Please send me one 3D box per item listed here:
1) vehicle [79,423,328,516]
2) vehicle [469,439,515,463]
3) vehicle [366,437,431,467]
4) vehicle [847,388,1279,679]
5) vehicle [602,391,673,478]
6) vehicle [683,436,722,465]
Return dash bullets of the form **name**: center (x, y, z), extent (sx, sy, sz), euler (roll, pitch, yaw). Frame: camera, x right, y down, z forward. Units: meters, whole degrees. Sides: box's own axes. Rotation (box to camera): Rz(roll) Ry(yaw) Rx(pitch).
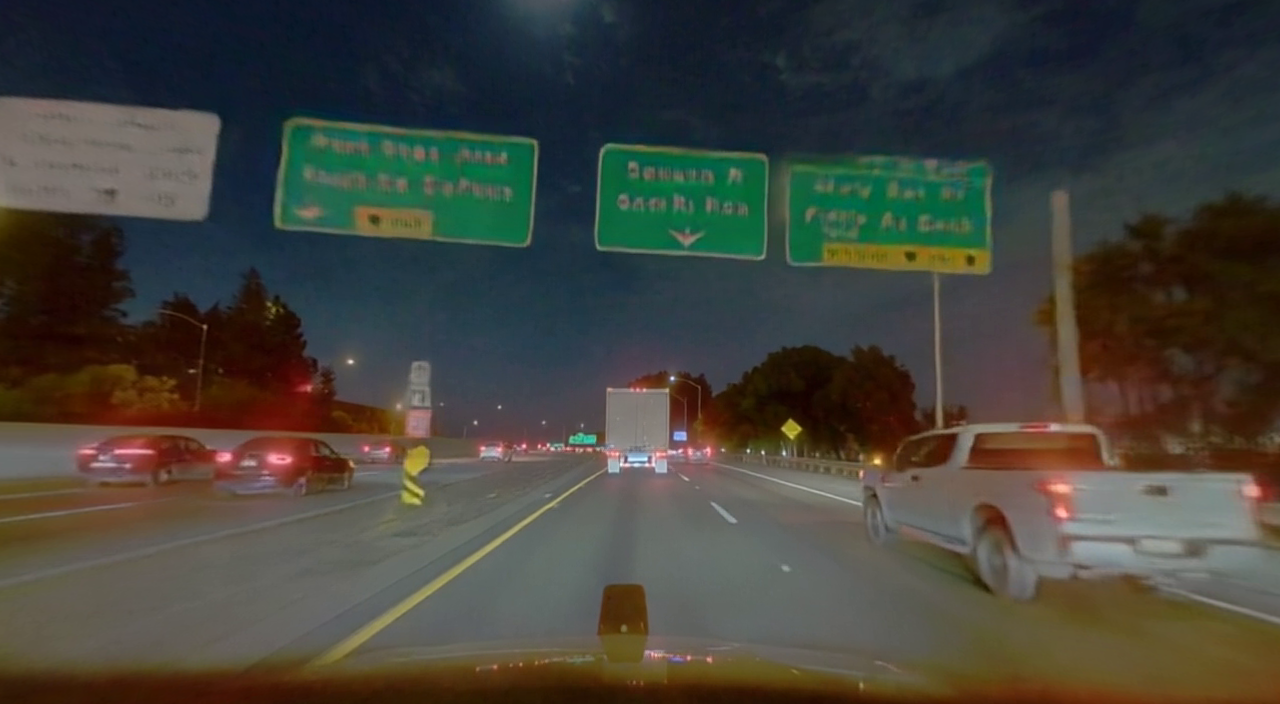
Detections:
- **vehicle**: center (-8.510, 2.327, 12.971), extent (2.006, 1.562, 4.475), euler (0, -9, -2)
- **vehicle**: center (-9.890, 6.662, 42.508), extent (2.057, 1.506, 4.829), euler (0, -9, -2)
- **vehicle**: center (-13.060, 5.415, 34.391), extent (1.906, 1.510, 4.303), euler (0, -9, -2)
- **vehicle**: center (4.074, 1.458, 6.372), extent (2.189, 1.709, 5.131), euler (0, -9, 0)
- **vehicle**: center (-0.179, 4.242, 31.573), extent (2.916, 3.584, 10.841), euler (0, -9, -1)
- **vehicle**: center (4.440, 7.139, 45.704), extent (2.174, 1.968, 5.016), euler (0, -9, -1)
